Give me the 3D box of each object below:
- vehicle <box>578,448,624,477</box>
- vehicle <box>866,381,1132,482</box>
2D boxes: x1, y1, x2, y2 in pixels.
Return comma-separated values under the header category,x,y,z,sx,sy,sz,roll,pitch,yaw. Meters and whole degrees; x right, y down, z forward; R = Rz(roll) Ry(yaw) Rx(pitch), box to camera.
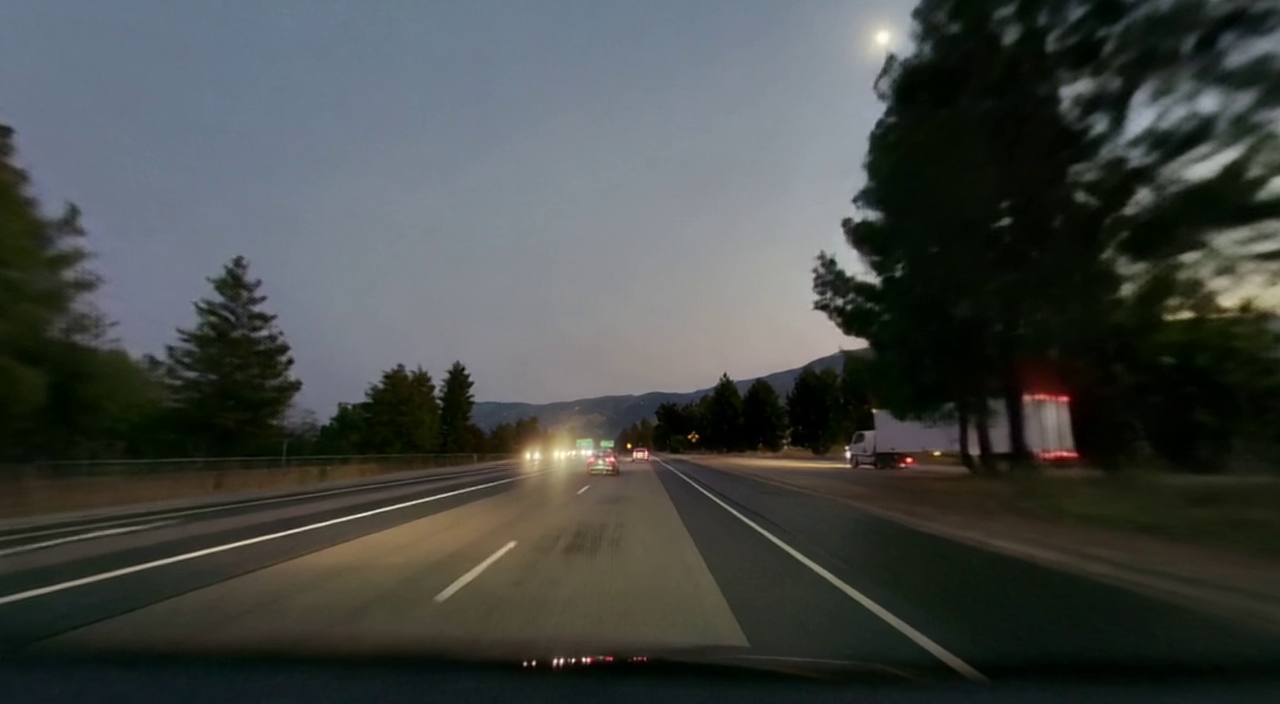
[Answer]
category,x,y,z,sx,sy,sz,roll,pitch,yaw
vehicle,-2.042,5.976,34.500,2.170,1.451,4.584,0,-9,1
vehicle,17.603,4.376,33.541,2.859,4.163,14.784,1,-9,-12
